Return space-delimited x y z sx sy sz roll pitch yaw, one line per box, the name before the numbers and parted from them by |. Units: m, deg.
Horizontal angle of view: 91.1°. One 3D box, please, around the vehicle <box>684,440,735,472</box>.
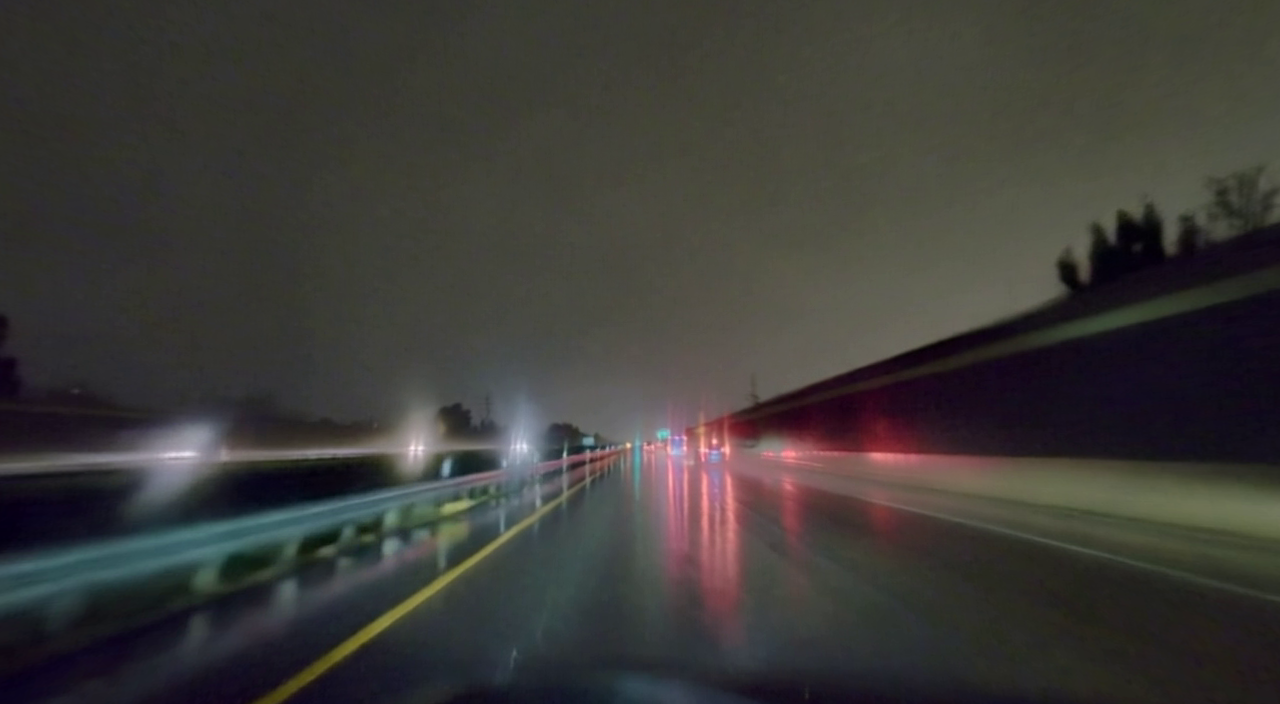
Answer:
vehicle | 3.552 5.420 32.936 2.044 1.527 4.658 0 -8 -1
